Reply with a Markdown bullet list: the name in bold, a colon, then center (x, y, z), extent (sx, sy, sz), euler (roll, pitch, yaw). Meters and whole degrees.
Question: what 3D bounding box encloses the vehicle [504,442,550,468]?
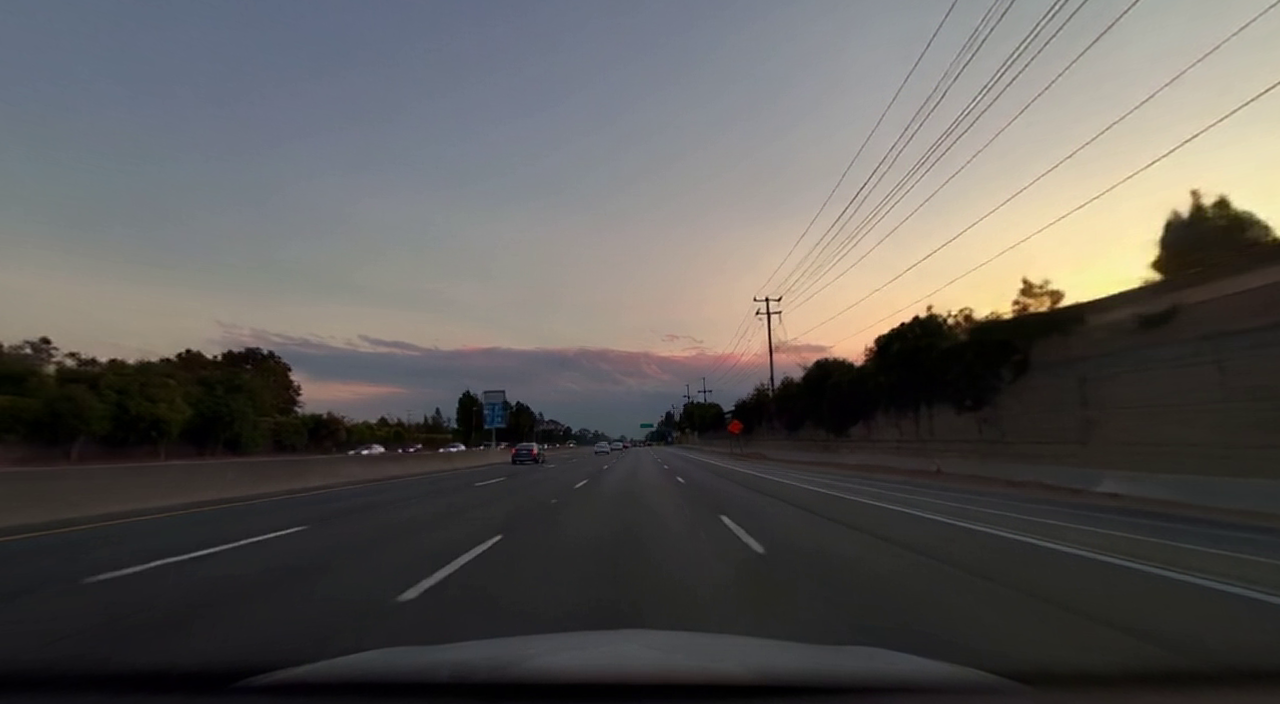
- **vehicle**: center (-7.260, 6.678, 40.915), extent (2.034, 1.563, 4.476), euler (0, -9, 1)
